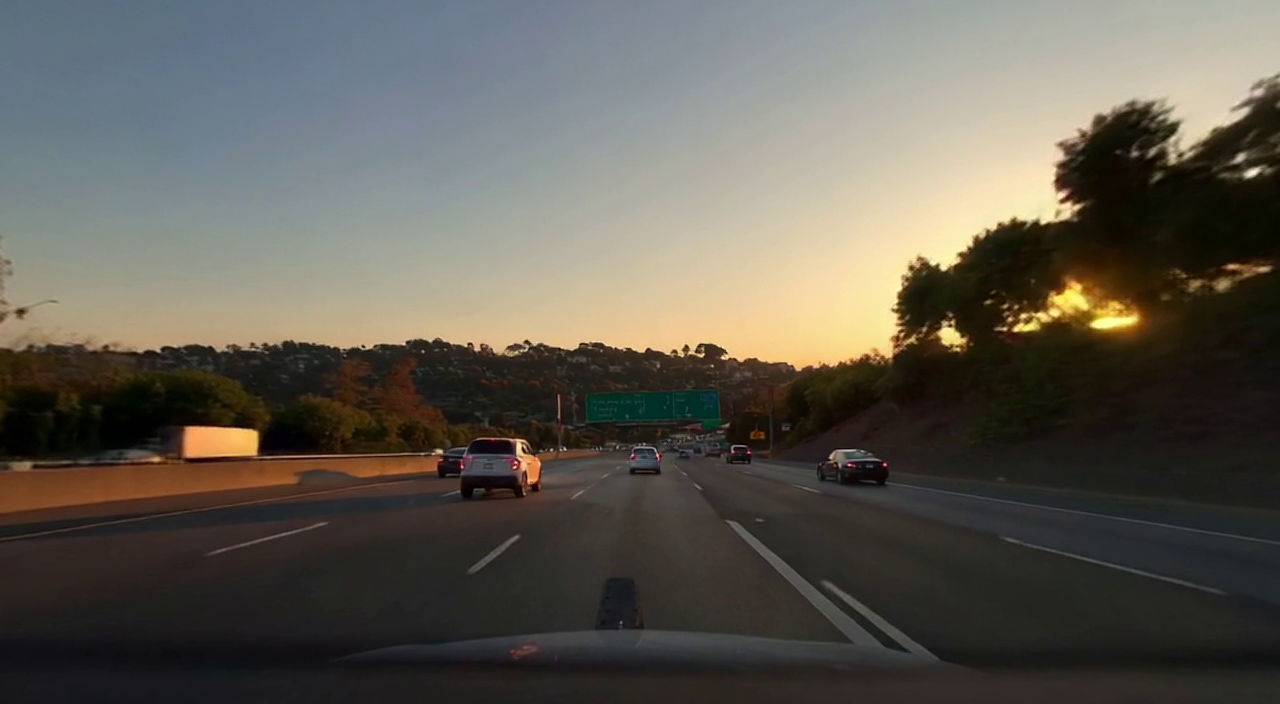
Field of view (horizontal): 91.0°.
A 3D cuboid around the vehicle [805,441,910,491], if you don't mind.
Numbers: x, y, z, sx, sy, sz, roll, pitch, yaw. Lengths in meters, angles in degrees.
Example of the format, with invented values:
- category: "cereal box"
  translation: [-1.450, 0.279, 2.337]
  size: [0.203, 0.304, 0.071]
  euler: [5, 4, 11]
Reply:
- category: "vehicle"
  translation: [7.105, 3.753, 21.105]
  size: [1.936, 1.480, 4.373]
  euler: [0, -9, 0]

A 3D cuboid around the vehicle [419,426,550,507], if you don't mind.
- category: "vehicle"
  translation: [-3.779, 2.877, 16.188]
  size: [2.142, 1.759, 4.297]
  euler: [0, -9, 2]

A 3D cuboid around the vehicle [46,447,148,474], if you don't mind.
- category: "vehicle"
  translation: [-32.529, 6.497, 37.923]
  size: [1.851, 1.532, 4.535]
  euler: [-1, -9, 4]

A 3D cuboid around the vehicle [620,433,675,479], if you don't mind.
- category: "vehicle"
  translation: [0.328, 4.680, 28.522]
  size: [2.270, 1.862, 4.949]
  euler: [0, -9, 1]

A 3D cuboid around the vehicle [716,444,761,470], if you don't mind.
- category: "vehicle"
  translation: [5.862, 6.309, 38.088]
  size: [2.005, 1.456, 4.287]
  euler: [0, -9, -1]
